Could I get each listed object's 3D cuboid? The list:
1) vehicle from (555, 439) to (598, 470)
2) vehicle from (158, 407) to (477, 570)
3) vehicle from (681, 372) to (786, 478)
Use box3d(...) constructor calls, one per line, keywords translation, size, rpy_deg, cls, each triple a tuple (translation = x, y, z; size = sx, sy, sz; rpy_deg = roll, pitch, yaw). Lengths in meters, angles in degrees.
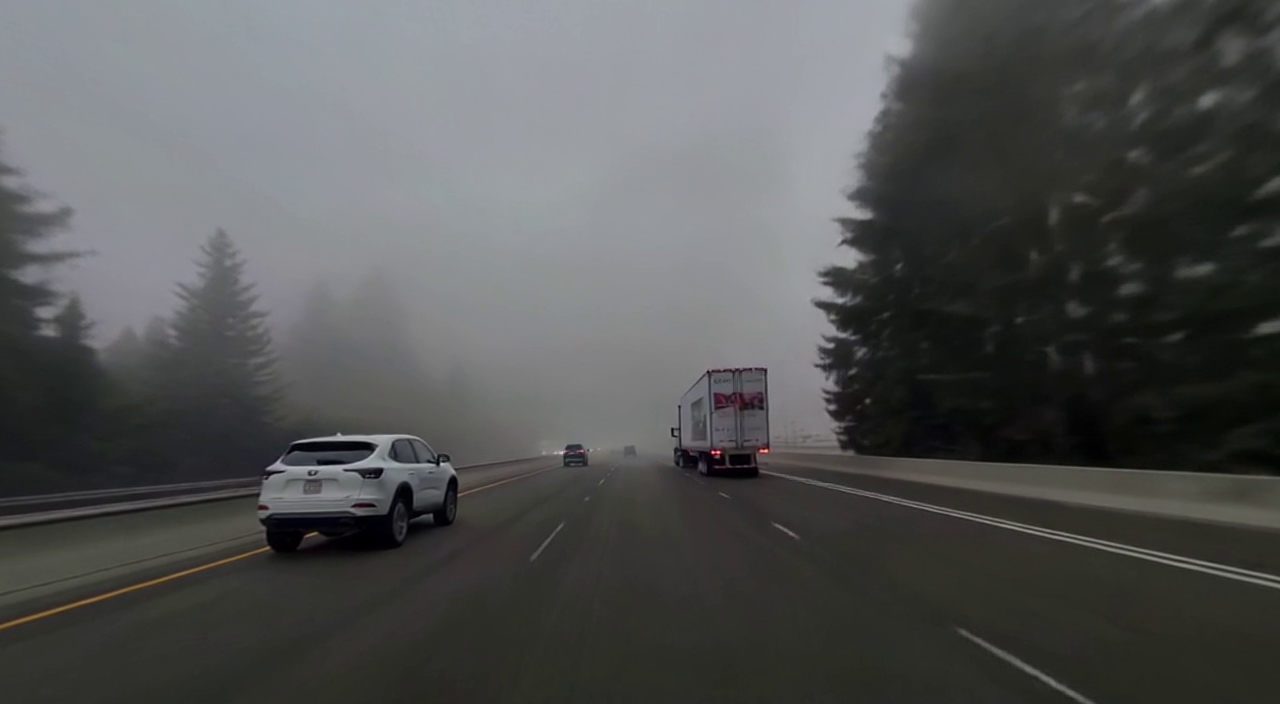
box3d(translation=(-3.689, 6.088, 37.352), size=(2.139, 1.716, 4.530), rpy_deg=(0, -9, 0), cls="vehicle")
box3d(translation=(-4.128, 1.841, 9.239), size=(2.202, 1.760, 4.617), rpy_deg=(0, -9, 0), cls="vehicle")
box3d(translation=(4.167, 3.963, 32.128), size=(2.998, 4.236, 13.886), rpy_deg=(0, -9, -1), cls="vehicle")
